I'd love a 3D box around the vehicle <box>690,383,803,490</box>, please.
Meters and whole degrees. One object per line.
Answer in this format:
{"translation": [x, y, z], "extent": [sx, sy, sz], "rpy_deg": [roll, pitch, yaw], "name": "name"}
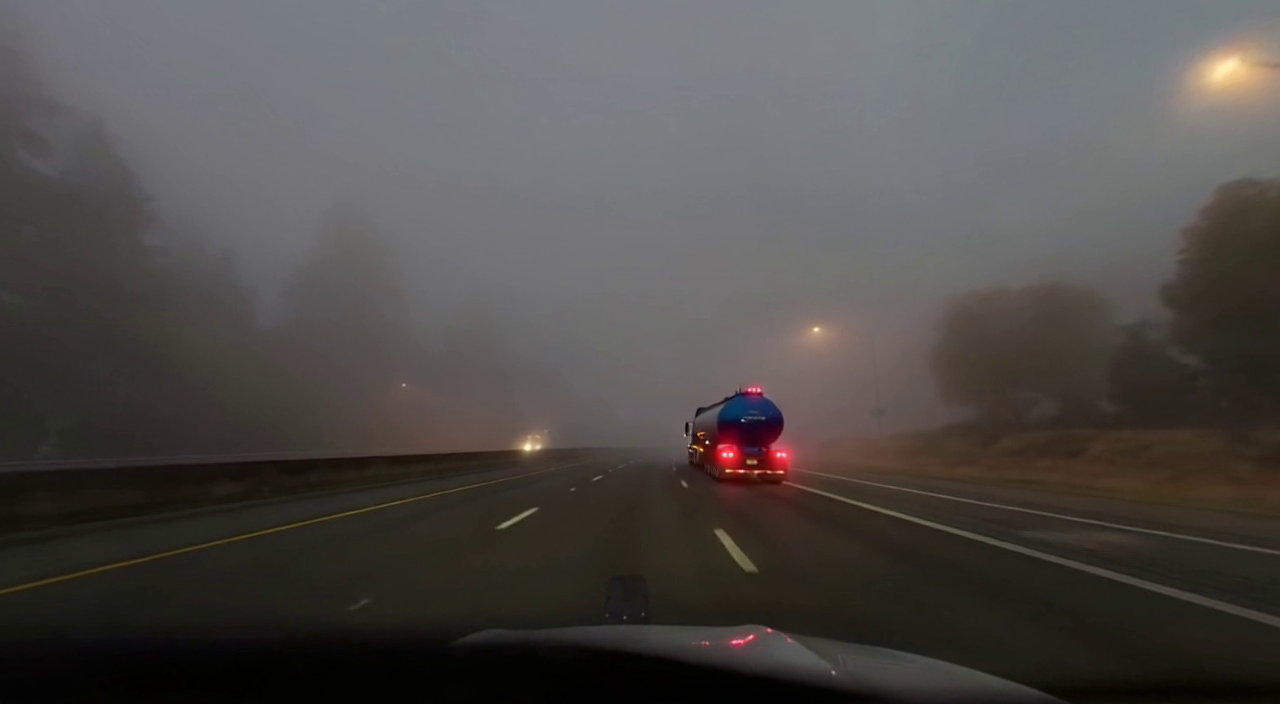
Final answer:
{"translation": [4.151, 3.914, 28.591], "extent": [2.880, 3.624, 14.397], "rpy_deg": [0, -9, 1], "name": "vehicle"}
